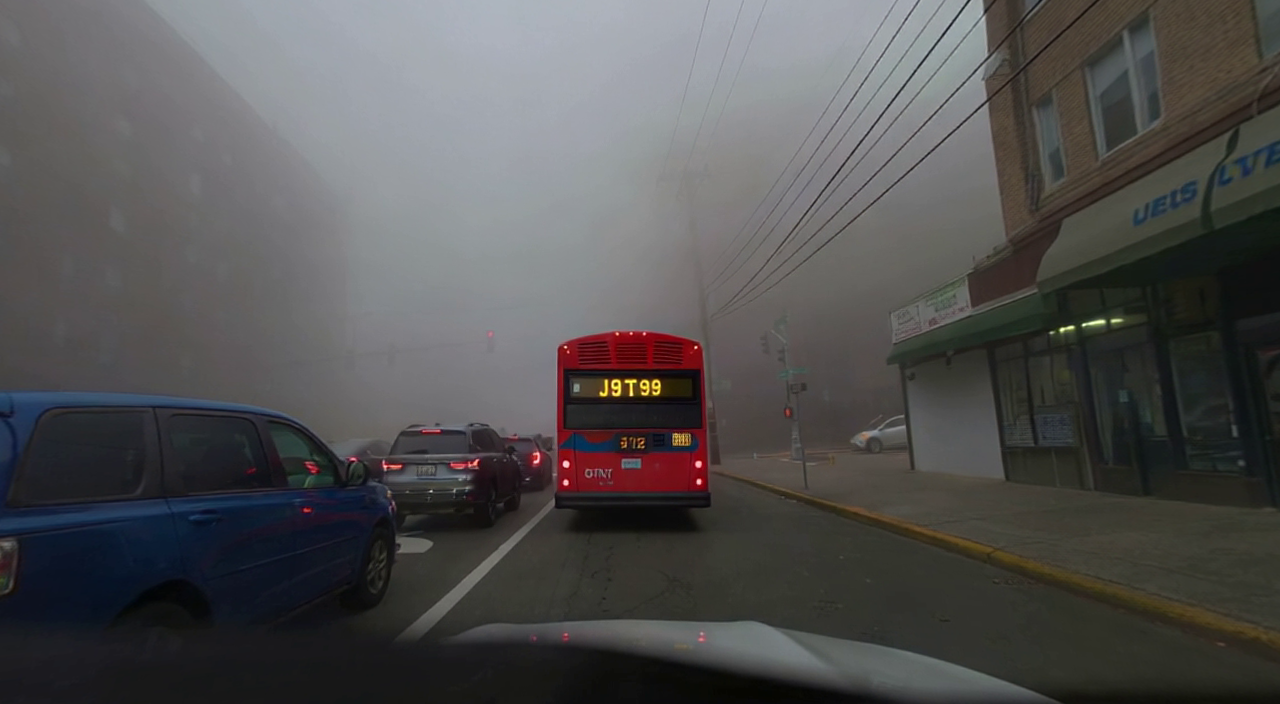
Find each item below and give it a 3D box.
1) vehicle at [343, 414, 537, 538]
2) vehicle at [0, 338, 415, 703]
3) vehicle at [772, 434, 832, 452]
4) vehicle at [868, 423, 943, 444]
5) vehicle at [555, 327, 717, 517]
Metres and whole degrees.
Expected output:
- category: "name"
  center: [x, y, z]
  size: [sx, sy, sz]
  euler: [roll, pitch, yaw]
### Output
- category: "vehicle"
  center: [-3.353, 2.201, 11.800]
  size: [2.096, 1.828, 4.669]
  euler: [0, -8, 0]
- category: "vehicle"
  center: [-3.224, 1.089, 3.950]
  size: [2.020, 1.725, 4.384]
  euler: [0, -8, 0]
- category: "vehicle"
  center: [11.914, 6.737, 46.657]
  size: [3.949, 1.337, 1.738]
  euler: [0, -9, -3]
- category: "vehicle"
  center: [19.787, 6.108, 47.203]
  size: [4.827, 1.555, 1.863]
  euler: [1, -9, -6]
- category: "vehicle"
  center: [-0.316, 1.993, 16.577]
  size: [2.938, 3.468, 9.972]
  euler: [0, -9, -3]
